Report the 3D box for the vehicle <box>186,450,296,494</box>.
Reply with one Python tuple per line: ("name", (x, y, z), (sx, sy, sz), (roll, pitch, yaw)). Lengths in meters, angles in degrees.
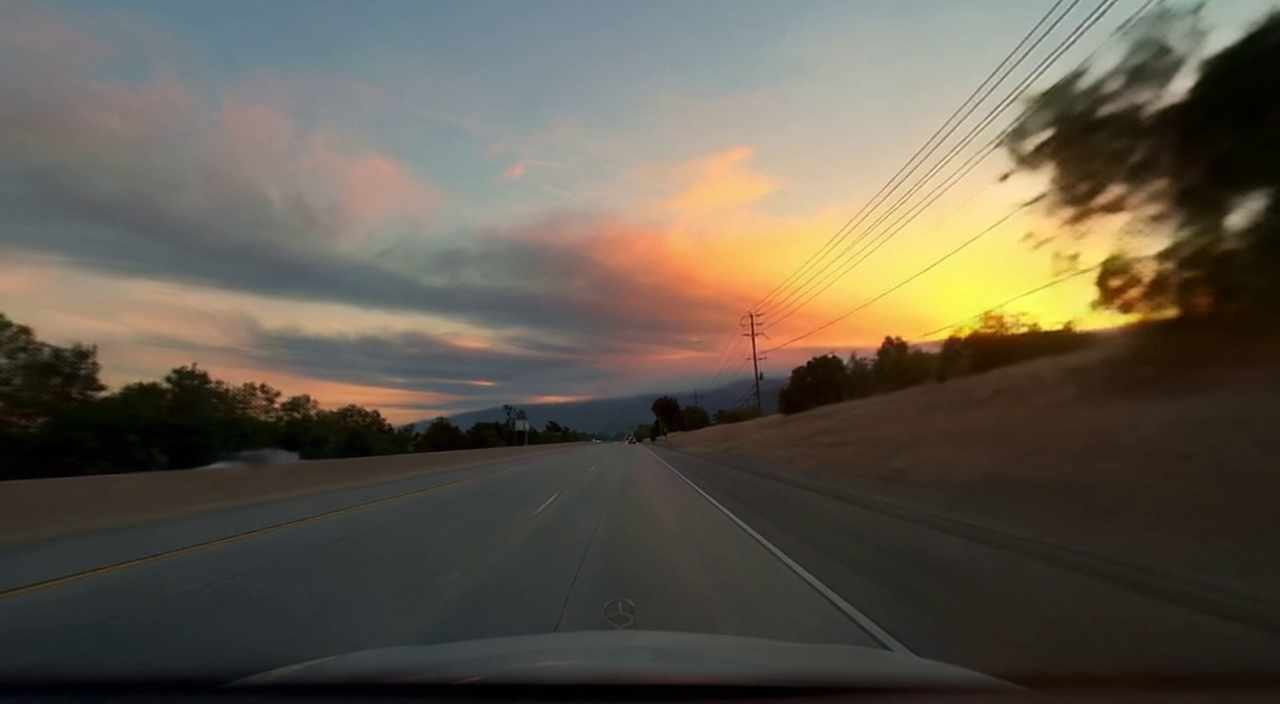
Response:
("vehicle", (-15.226, 4.556, 24.258), (1.783, 1.464, 3.739), (0, -8, -1))
